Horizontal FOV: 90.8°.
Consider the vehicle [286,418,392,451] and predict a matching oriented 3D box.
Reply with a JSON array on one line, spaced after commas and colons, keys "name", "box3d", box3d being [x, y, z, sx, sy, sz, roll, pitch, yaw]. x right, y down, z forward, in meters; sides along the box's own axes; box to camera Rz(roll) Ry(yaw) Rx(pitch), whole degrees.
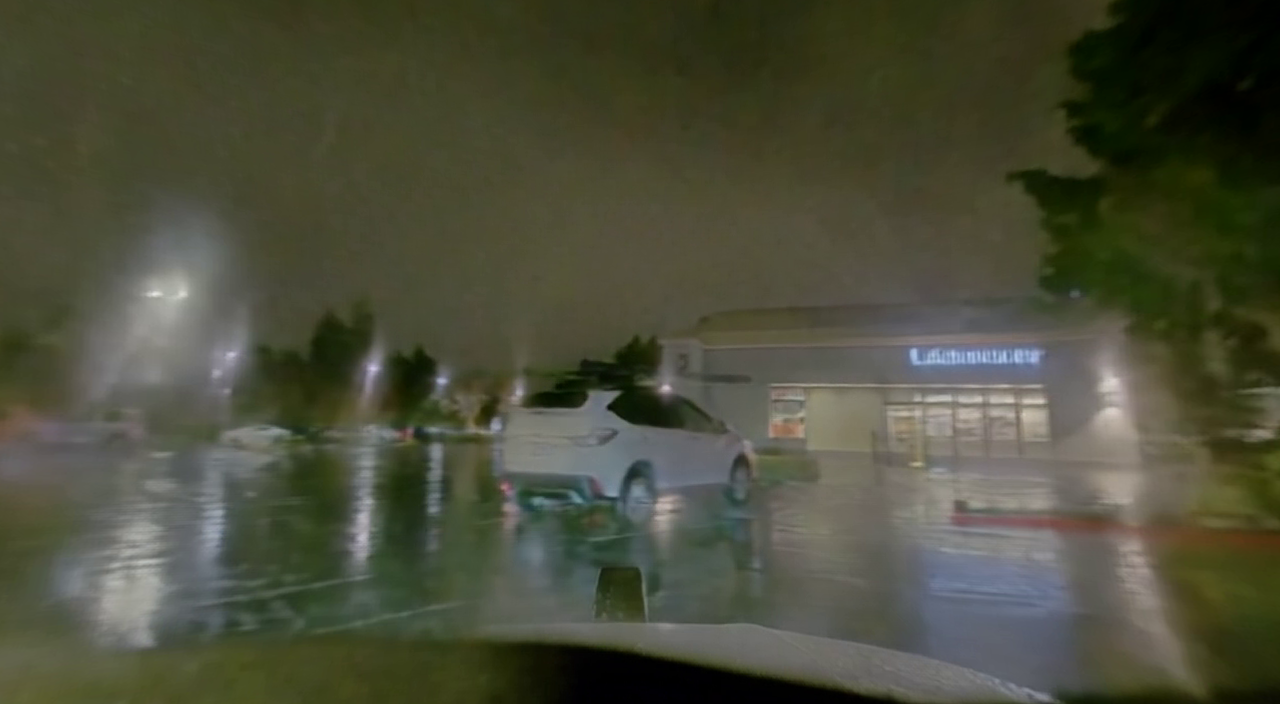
[{"name": "vehicle", "box3d": [-14.130, 3.937, 29.881, 1.760, 1.449, 4.106, -5, -10, 32]}]

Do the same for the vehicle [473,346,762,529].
[{"name": "vehicle", "box3d": [0.008, 1.449, 10.611, 2.200, 2.257, 5.237, -5, -10, 32]}]

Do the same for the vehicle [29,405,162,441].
[{"name": "vehicle", "box3d": [-27.910, 3.708, 32.562, 1.981, 1.687, 4.660, -4, -9, 30]}]
